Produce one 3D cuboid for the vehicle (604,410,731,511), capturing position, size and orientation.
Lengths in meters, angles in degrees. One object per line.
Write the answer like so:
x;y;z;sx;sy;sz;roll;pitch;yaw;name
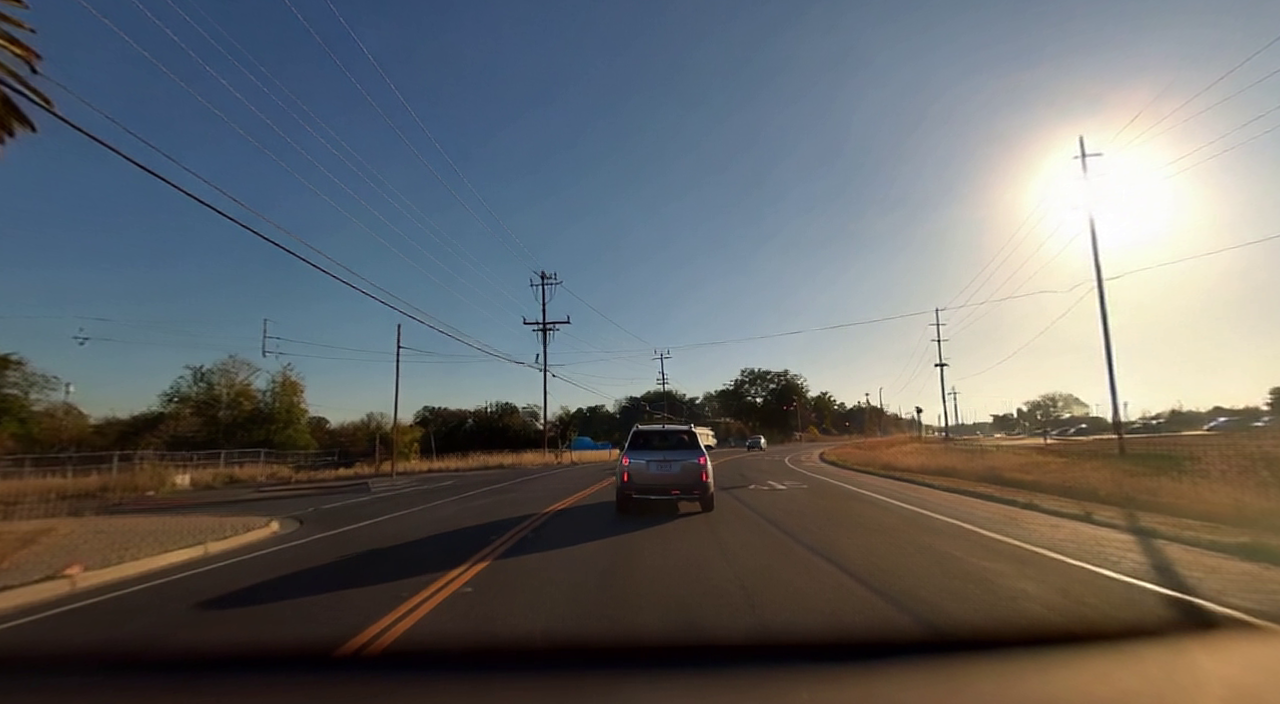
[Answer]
0.565;2.365;14.116;2.364;1.859;4.538;0;-9;2;vehicle
